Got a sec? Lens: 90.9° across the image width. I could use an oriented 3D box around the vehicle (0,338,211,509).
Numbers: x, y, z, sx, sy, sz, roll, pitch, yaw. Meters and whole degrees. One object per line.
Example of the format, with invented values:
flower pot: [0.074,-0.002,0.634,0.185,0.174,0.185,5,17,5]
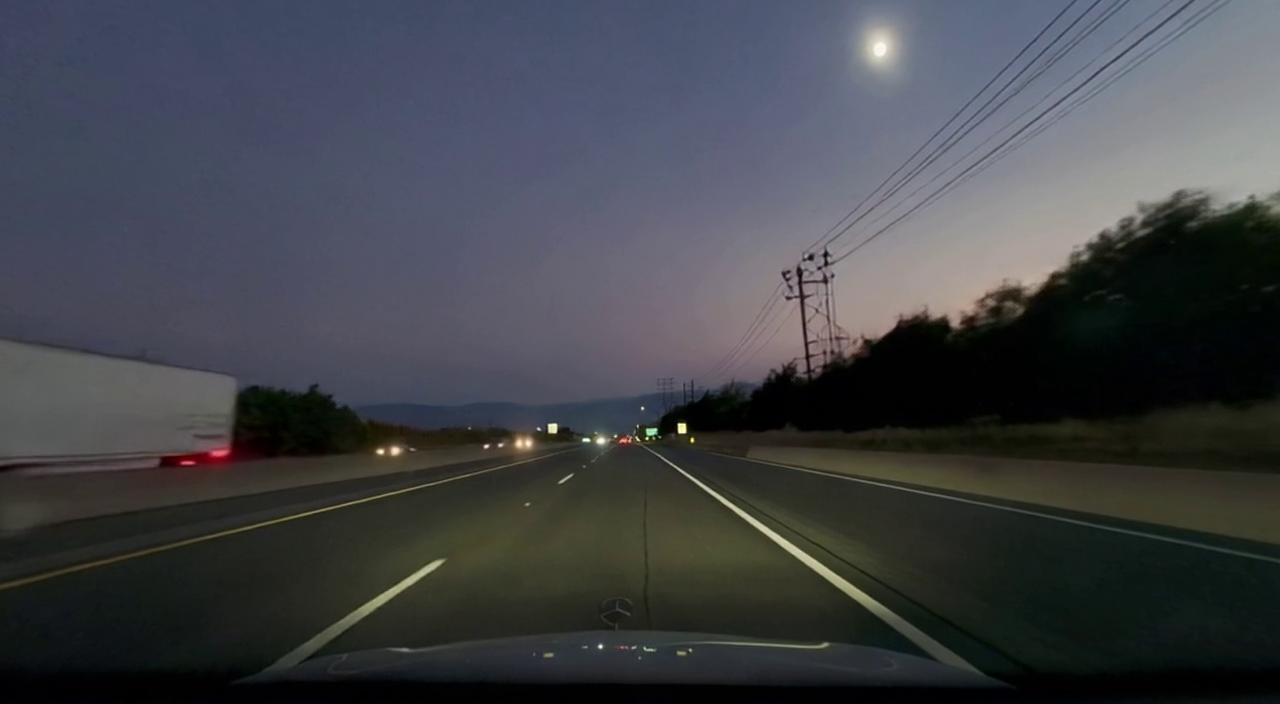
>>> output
vehicle: [-17.368,1.941,16.601,2.873,4.208,13.588,-1,-8,-1]
